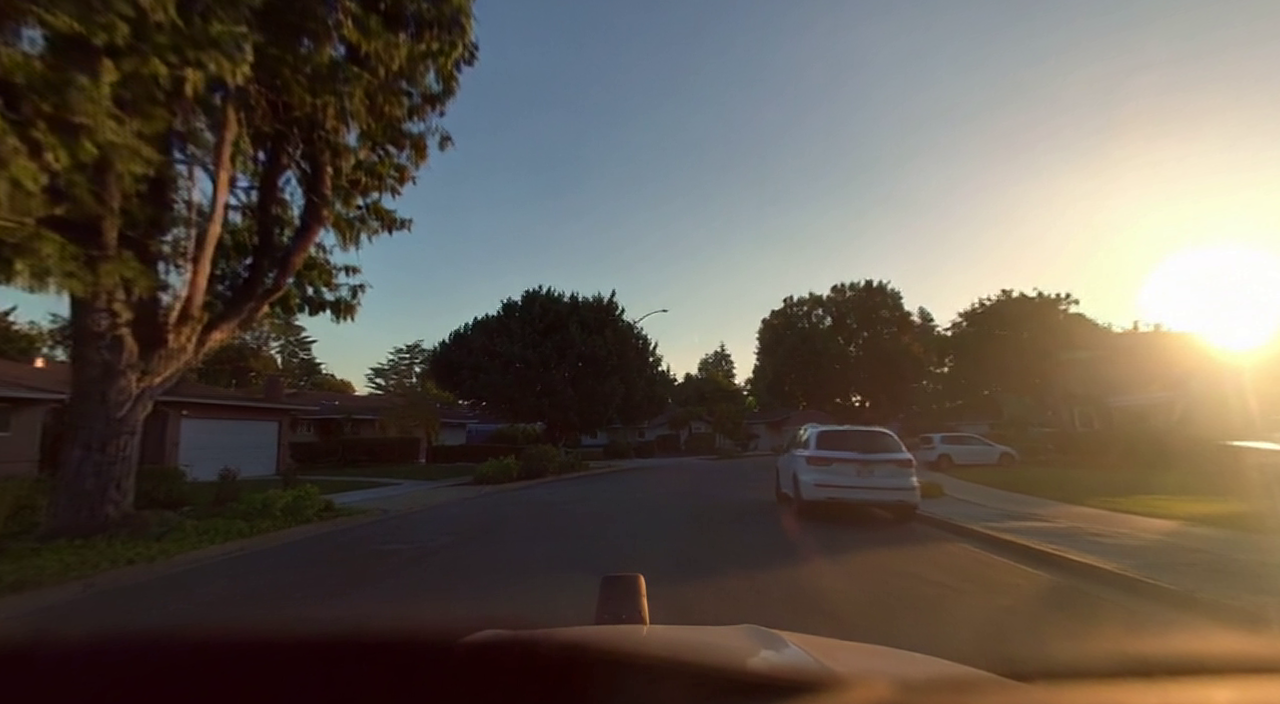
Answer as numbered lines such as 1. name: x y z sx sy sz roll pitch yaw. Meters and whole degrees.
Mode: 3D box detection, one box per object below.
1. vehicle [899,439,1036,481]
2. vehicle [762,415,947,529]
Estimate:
1. vehicle: 12.697 4.209 24.675 4.457 1.510 1.762 -3 -9 19
2. vehicle: 3.789 2.207 12.129 2.163 1.760 4.591 0 -8 3
